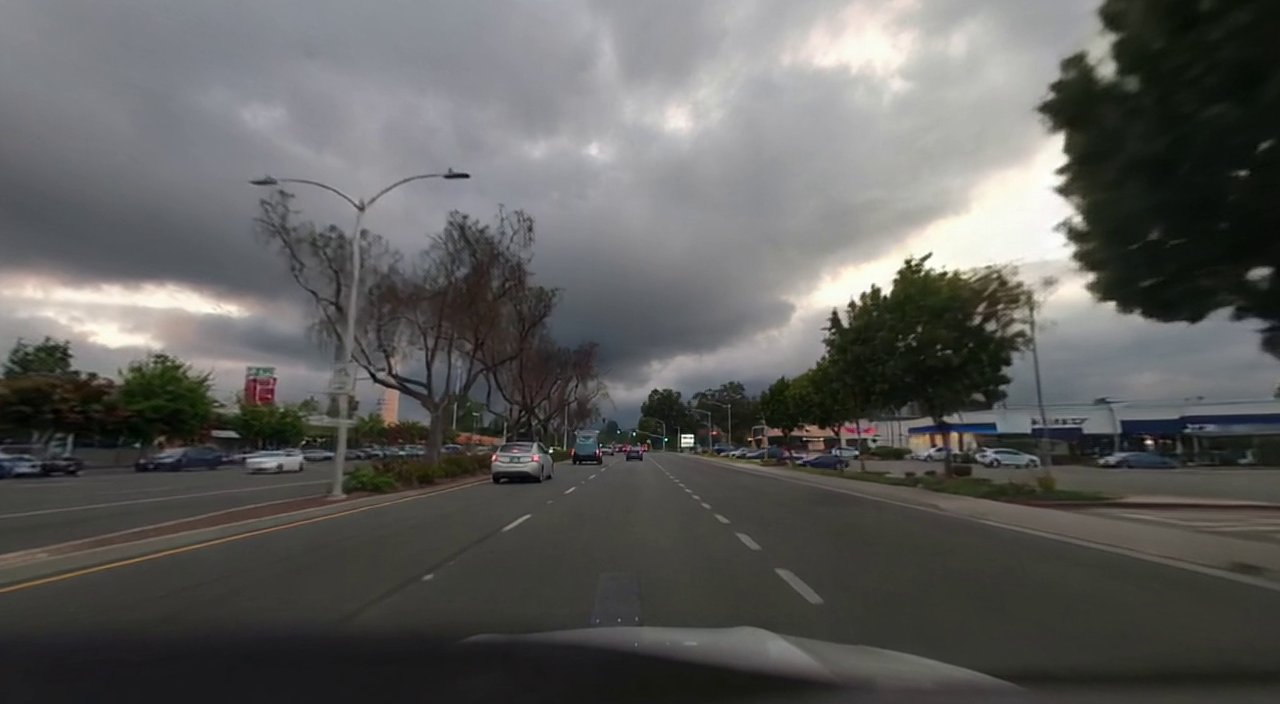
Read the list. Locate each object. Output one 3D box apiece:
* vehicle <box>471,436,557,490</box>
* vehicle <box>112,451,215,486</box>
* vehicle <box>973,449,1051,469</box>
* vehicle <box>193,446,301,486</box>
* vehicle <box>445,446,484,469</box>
[{"bbox_3d":[-4.252,3.826,22.047,2.109,1.672,4.256,0,-9,0],"label":"vehicle"},{"bbox_3d":[-23.036,5.611,30.620,1.836,1.582,4.075,1,-9,-1],"label":"vehicle"},{"bbox_3d":[28.847,8.295,48.891,4.754,1.499,1.955,0,-9,1],"label":"vehicle"},{"bbox_3d":[-19.204,5.553,31.105,2.108,1.770,4.992,0,-9,0],"label":"vehicle"},{"bbox_3d":[-12.712,7.651,45.792,1.760,1.567,3.930,1,-9,-1],"label":"vehicle"}]
